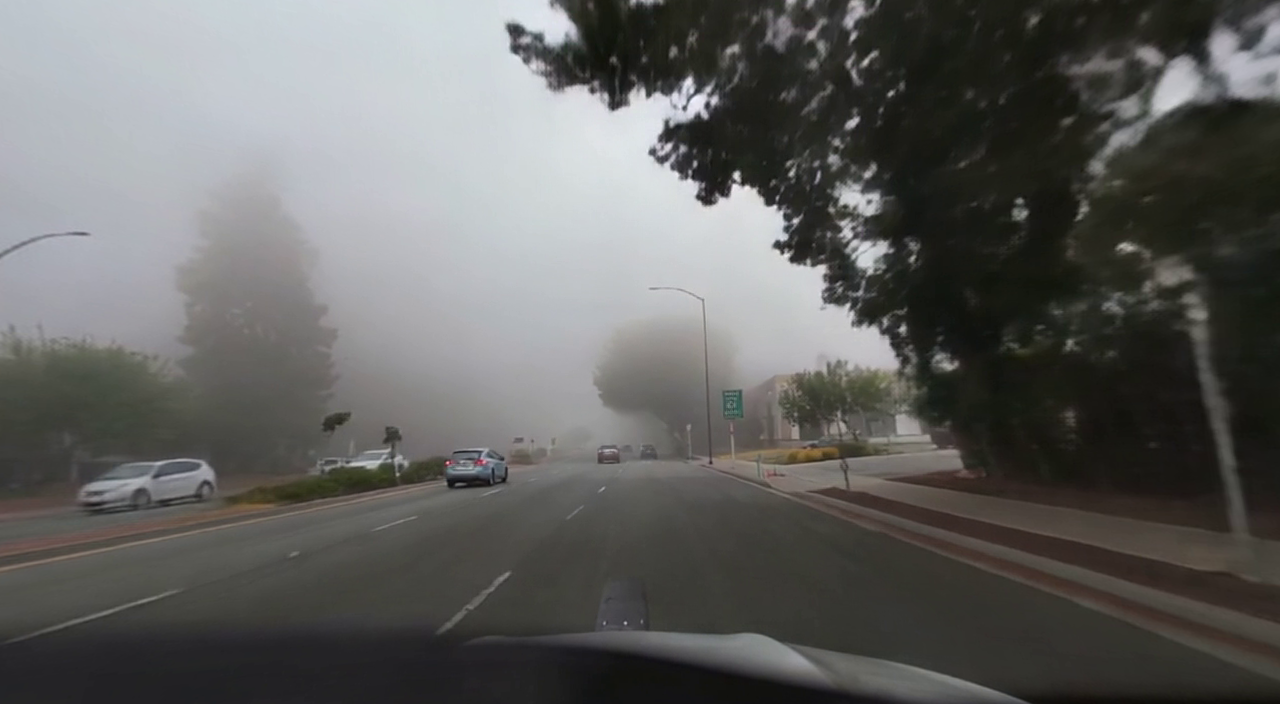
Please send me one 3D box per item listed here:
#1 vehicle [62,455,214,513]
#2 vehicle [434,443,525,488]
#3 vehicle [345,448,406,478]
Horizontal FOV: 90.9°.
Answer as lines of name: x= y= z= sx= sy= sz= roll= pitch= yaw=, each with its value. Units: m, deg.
vehicle: x=-17.515 y=4.569 z=22.317 sx=1.800 sy=1.736 sz=4.287 roll=-1 pitch=-8 yaw=1
vehicle: x=-5.687 y=4.056 z=22.889 sx=2.072 sy=1.427 sz=4.328 roll=-1 pitch=-8 yaw=1
vehicle: x=-17.388 y=7.296 z=41.666 sx=2.027 sy=1.773 sz=4.501 roll=0 pitch=-8 yaw=0
